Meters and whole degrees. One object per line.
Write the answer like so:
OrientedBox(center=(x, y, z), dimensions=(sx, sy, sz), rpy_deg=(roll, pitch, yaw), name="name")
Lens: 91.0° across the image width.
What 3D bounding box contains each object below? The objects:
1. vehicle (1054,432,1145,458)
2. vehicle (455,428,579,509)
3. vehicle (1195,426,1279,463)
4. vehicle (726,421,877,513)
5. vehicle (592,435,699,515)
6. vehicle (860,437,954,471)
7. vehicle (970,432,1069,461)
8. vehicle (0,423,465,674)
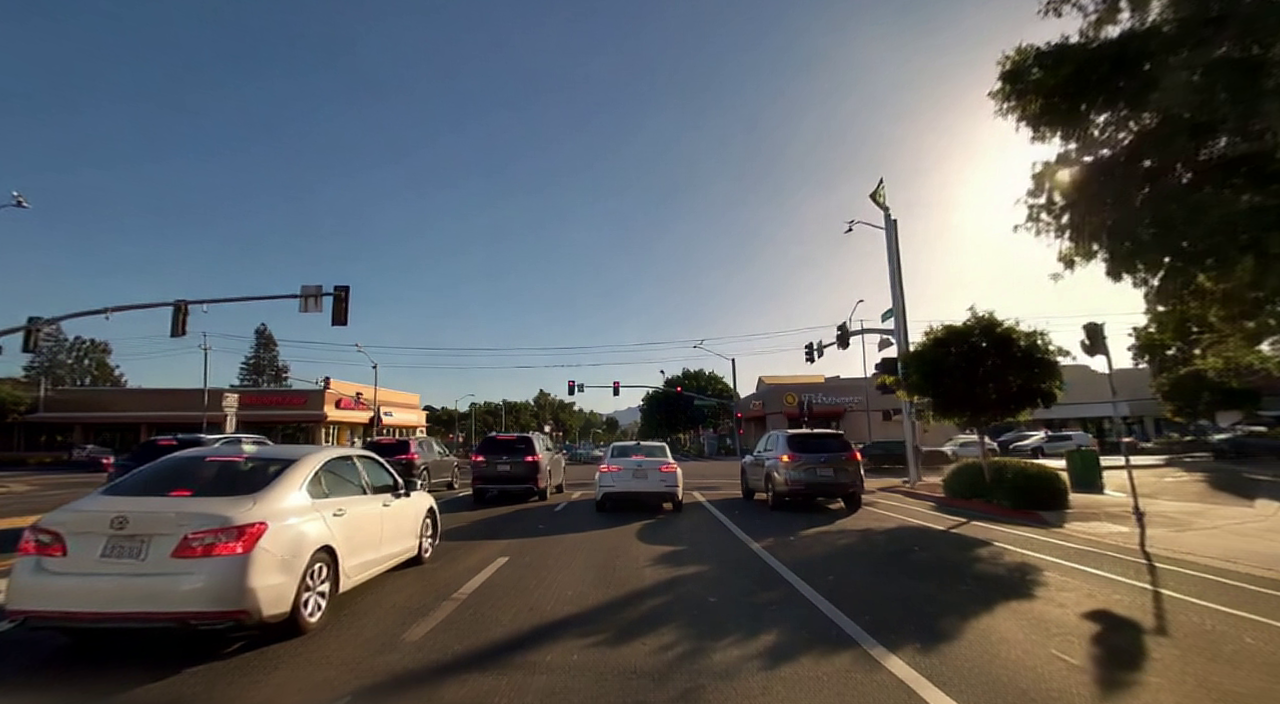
OrientedBox(center=(30.586, 6.197, 42.013), dimensions=(4.432, 1.680, 1.932), rpy_deg=(0, -9, 2), name="vehicle")
OrientedBox(center=(-2.817, 2.809, 15.518), dimensions=(2.072, 1.694, 4.070), rpy_deg=(0, -9, 2), name="vehicle")
OrientedBox(center=(32.993, 4.848, 32.976), dimensions=(5.504, 1.821, 2.173), rpy_deg=(-1, -9, 4), name="vehicle")
OrientedBox(center=(3.331, 2.492, 14.041), dimensions=(2.076, 1.691, 4.402), rpy_deg=(0, -9, -2), name="vehicle")
OrientedBox(center=(0.142, 2.658, 13.997), dimensions=(2.032, 1.499, 3.994), rpy_deg=(0, -9, 1), name="vehicle")
OrientedBox(center=(12.303, 4.729, 29.254), dimensions=(3.822, 1.514, 1.905), rpy_deg=(-3, -9, 19), name="vehicle")
OrientedBox(center=(23.320, 5.812, 38.828), dimensions=(4.781, 1.700, 1.986), rpy_deg=(0, -9, 1), name="vehicle")
OrientedBox(center=(-3.331, 1.509, 5.994), dimensions=(2.014, 1.472, 4.357), rpy_deg=(0, -9, 1), name="vehicle")
